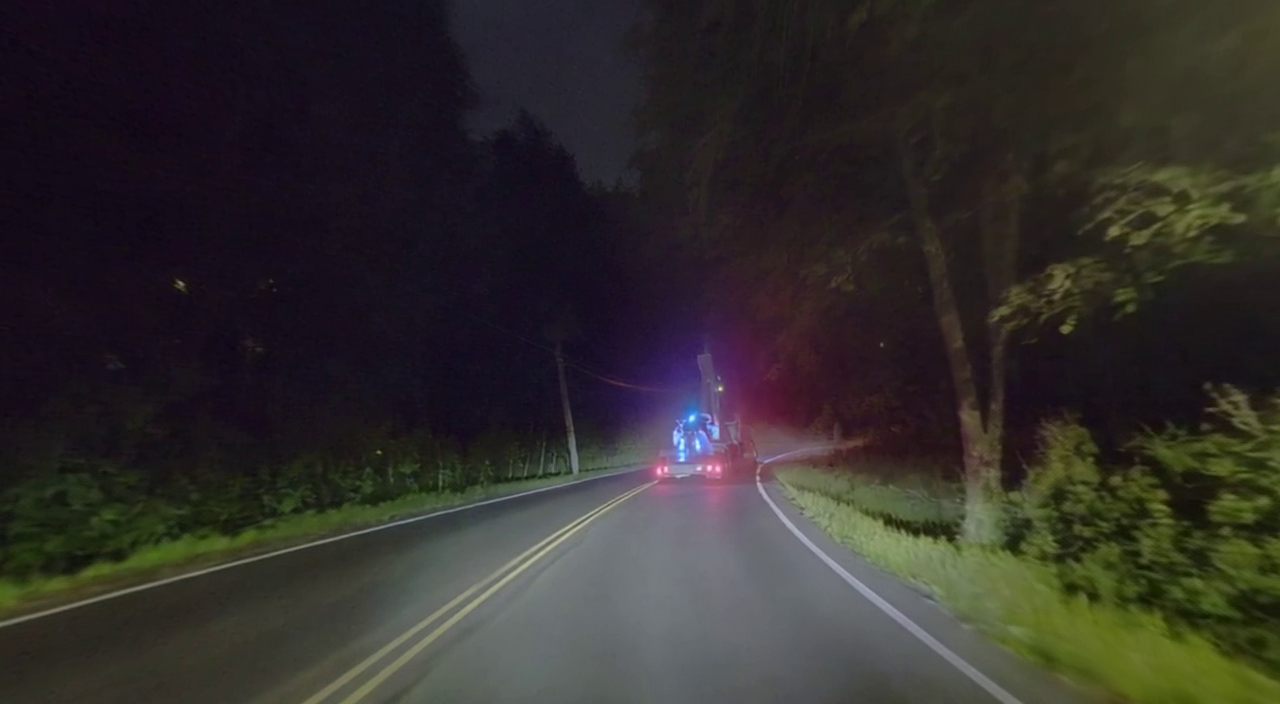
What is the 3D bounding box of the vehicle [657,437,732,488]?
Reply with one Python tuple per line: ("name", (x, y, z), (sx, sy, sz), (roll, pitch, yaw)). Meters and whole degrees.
("vehicle", (1.896, 3.586, 20.758), (2.196, 1.465, 4.294), (-1, -9, 8))
